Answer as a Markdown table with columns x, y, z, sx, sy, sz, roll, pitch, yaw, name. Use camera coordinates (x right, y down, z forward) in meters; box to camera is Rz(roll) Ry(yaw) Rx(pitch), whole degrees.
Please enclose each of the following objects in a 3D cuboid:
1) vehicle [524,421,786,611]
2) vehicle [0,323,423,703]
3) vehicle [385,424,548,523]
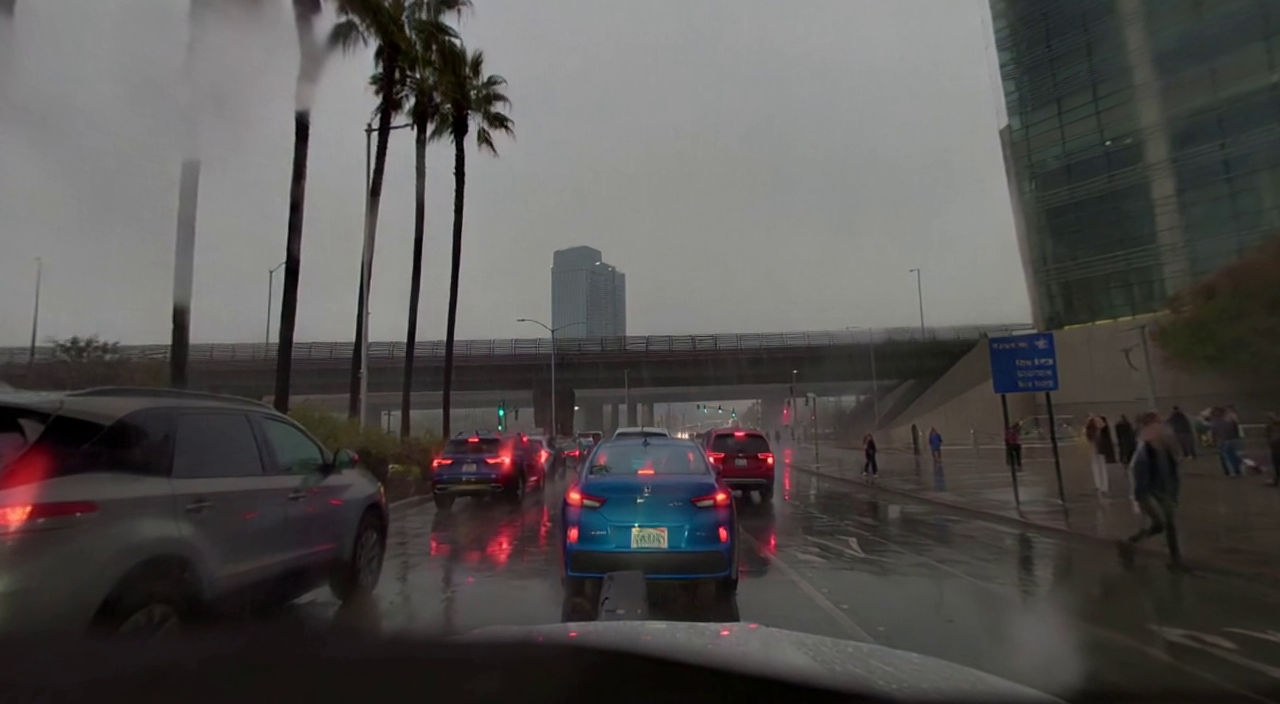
| x | y | z | sx | sy | sz | roll | pitch | yaw | name |
| --- | --- | --- | --- | --- | --- | --- | --- | --- | --- |
| 0.101 | 1.591 | 7.053 | 2.036 | 1.461 | 4.129 | 0 | -8 | 0 | vehicle |
| -3.266 | 1.064 | 4.192 | 2.014 | 1.740 | 4.359 | 0 | -8 | 1 | vehicle |
| -3.195 | 2.328 | 12.592 | 1.955 | 1.637 | 4.032 | 0 | -8 | 2 | vehicle |
